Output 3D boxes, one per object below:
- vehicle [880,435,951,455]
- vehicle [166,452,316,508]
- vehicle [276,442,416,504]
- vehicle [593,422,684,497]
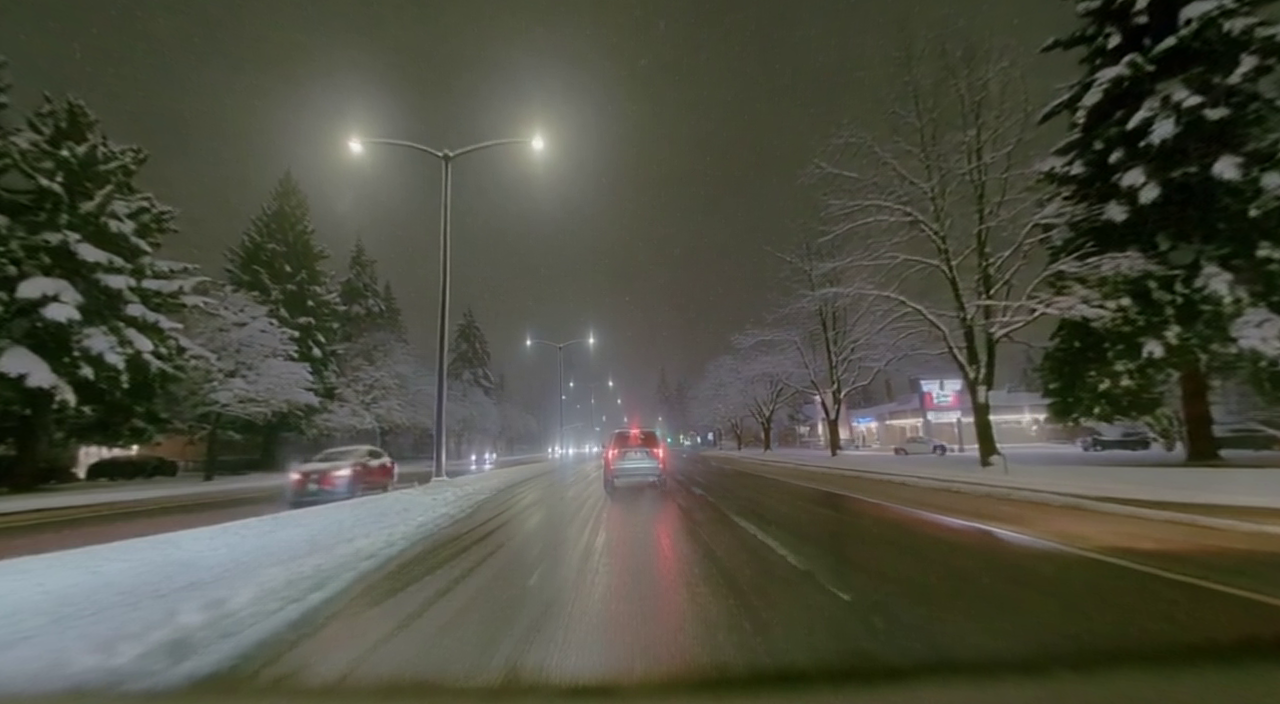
[{"bbox_3d":[20.603,6.963,47.401,4.339,1.456,2.030,0,-8,-3],"label":"vehicle"},{"bbox_3d":[-12.395,3.962,20.054,1.866,1.491,4.495,0,-8,-1],"label":"vehicle"},{"bbox_3d":[-8.643,3.562,19.091,2.120,1.628,4.331,0,-8,0],"label":"vehicle"},{"bbox_3d":[-0.213,3.105,18.651,2.300,1.870,4.936,0,-8,-4],"label":"vehicle"}]
